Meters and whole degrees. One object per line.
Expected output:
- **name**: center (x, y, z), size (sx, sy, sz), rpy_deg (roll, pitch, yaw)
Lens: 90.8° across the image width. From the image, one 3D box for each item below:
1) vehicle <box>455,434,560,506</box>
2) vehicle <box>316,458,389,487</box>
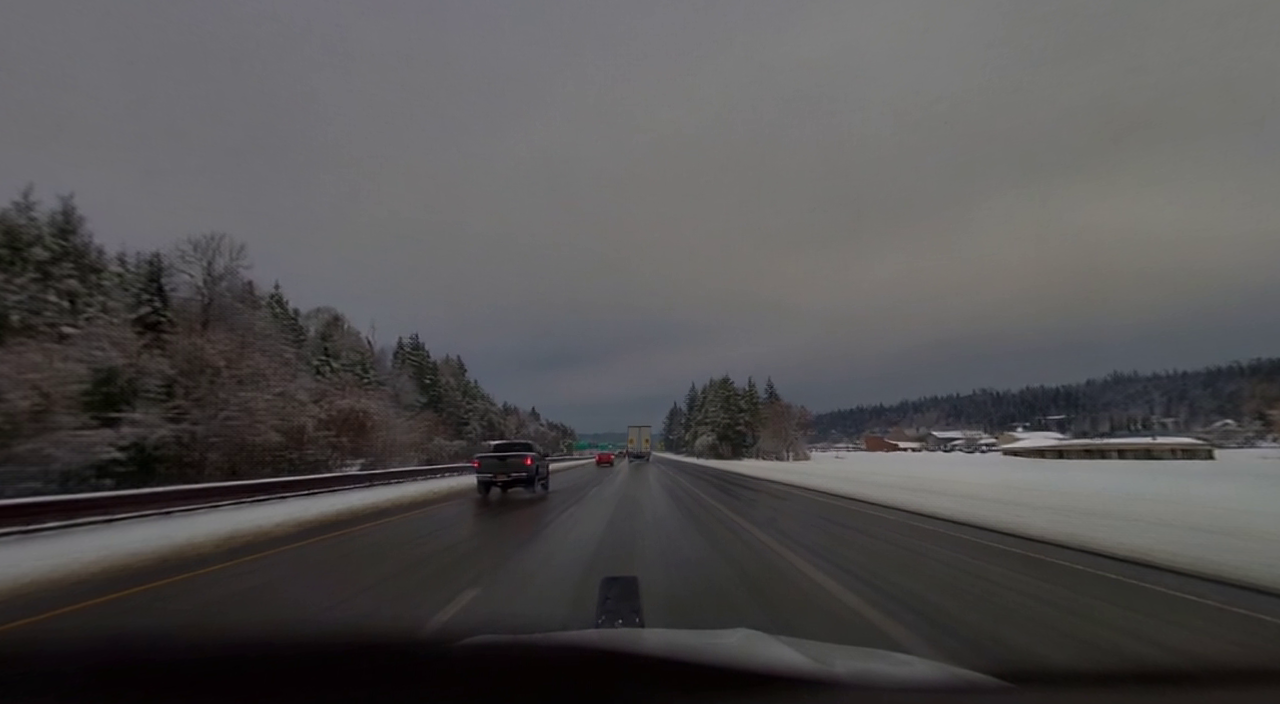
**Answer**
- **vehicle**: center (-3.748, 3.448, 18.806), size (2.079, 1.845, 4.654), rpy_deg (0, -9, 1)
- **vehicle**: center (-17.392, 7.286, 38.495), size (1.960, 1.575, 5.256), rpy_deg (0, -9, 0)
